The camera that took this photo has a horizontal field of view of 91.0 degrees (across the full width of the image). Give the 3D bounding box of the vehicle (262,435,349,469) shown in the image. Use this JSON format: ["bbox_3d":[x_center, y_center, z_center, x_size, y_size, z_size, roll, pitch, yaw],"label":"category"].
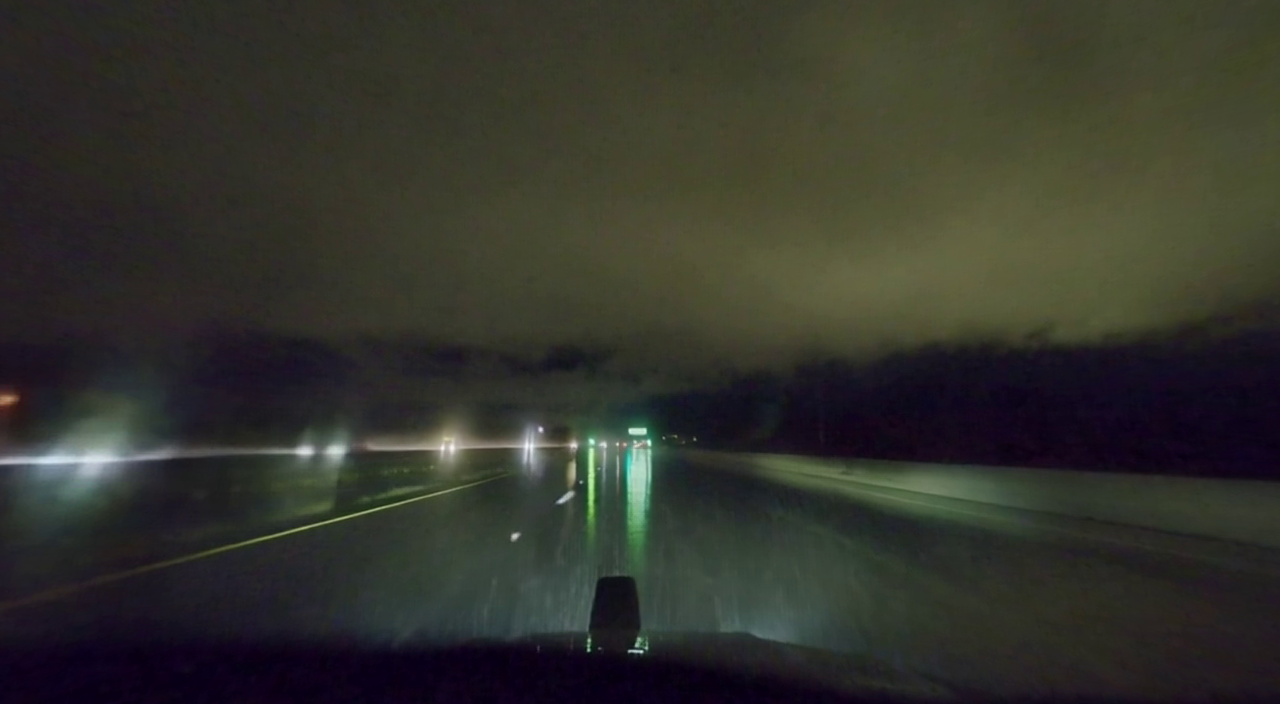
[{"bbox_3d":[-16.150,4.819,30.637,1.907,1.527,4.232,0,-8,0],"label":"vehicle"}]
